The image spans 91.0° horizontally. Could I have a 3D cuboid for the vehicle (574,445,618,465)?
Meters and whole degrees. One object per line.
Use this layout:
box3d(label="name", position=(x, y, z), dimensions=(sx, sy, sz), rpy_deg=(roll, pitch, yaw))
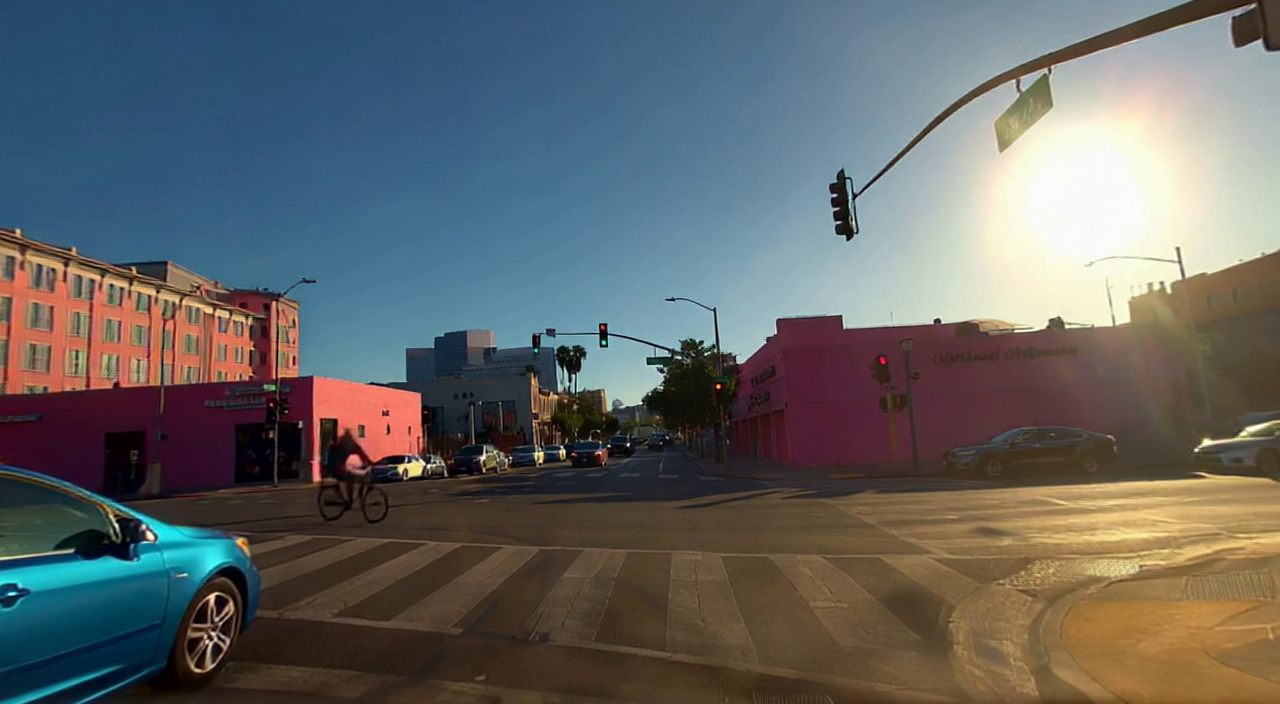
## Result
box3d(label="vehicle", position=(-3.027, 7.188, 44.132), dimensions=(1.743, 1.362, 4.350), rpy_deg=(-2, -9, 14))

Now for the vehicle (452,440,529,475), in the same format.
box3d(label="vehicle", position=(-8.402, 5.973, 36.046), dimensions=(2.152, 1.825, 5.406), rpy_deg=(-2, -9, 12))

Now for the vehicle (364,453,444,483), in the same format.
box3d(label="vehicle", position=(-12.587, 6.173, 33.879), dimensions=(1.976, 1.425, 4.567), rpy_deg=(-1, -9, 9))

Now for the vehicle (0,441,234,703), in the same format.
box3d(label="vehicle", position=(-3.693, 0.969, 2.154), dimensions=(1.759, 1.325, 4.295), rpy_deg=(0, -9, 0))

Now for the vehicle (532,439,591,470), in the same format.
box3d(label="vehicle", position=(-4.513, 5.979, 36.871), dimensions=(1.928, 1.647, 4.575), rpy_deg=(-2, -9, 13))

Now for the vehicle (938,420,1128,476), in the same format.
box3d(label="vehicle", position=(11.564, 2.870, 18.805), dimensions=(4.355, 1.546, 1.820), rpy_deg=(-1, -9, 6))
